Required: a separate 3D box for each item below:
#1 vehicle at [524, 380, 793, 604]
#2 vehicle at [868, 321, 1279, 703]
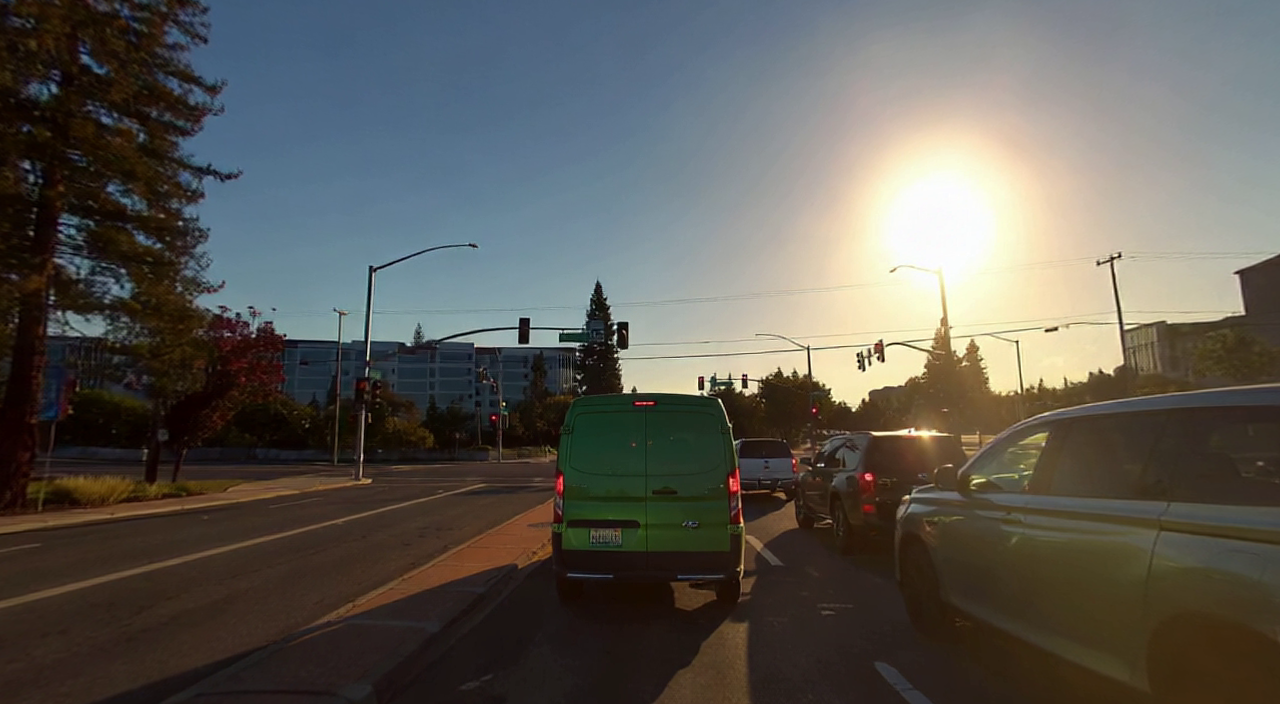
[{"bbox_3d":[0.166,1.464,7.425,2.185,1.822,4.391,0,-8,0],"label":"vehicle"},{"bbox_3d":[2.901,0.946,3.189,1.971,1.663,4.287,0,-8,2],"label":"vehicle"}]
